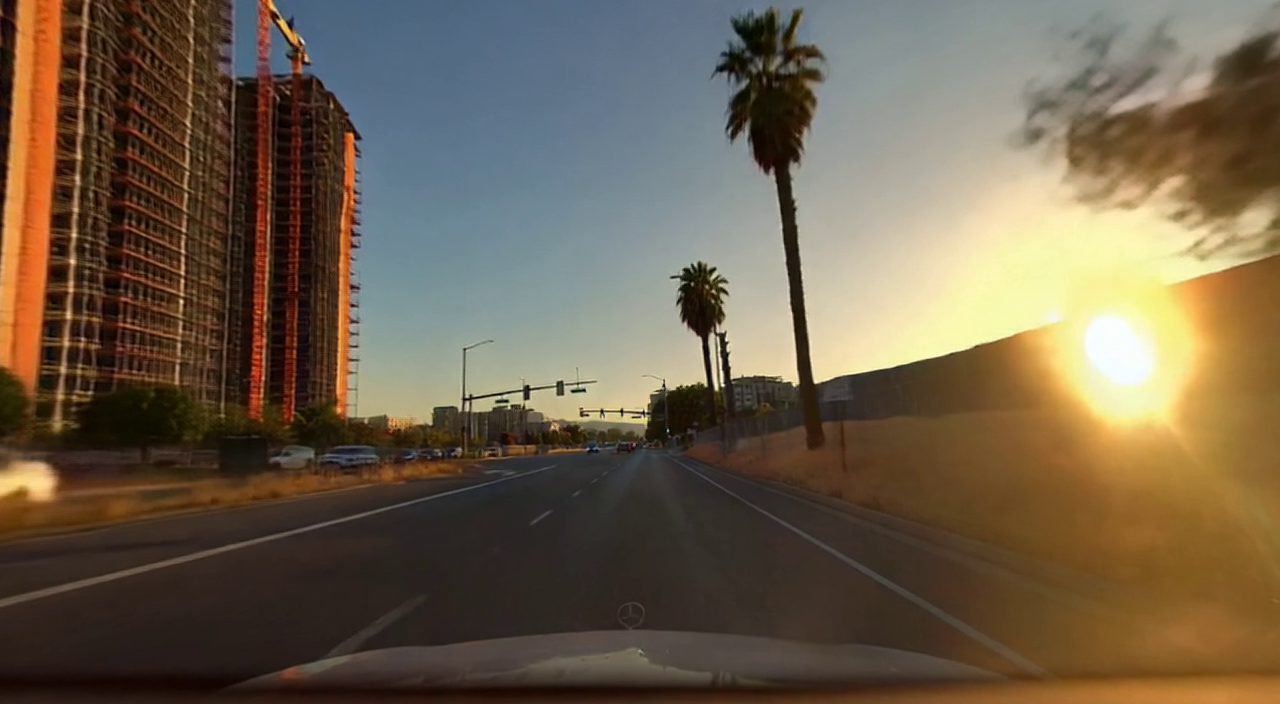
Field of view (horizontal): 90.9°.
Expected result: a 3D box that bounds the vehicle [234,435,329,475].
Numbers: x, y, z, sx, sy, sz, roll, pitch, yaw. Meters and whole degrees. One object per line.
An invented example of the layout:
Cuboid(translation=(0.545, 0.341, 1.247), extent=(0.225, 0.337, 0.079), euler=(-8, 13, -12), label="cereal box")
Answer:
Cuboid(translation=(-26.512, 7.571, 46.576), extent=(6.454, 2.718, 3.175), euler=(-5, -10, 31), label="vehicle")
